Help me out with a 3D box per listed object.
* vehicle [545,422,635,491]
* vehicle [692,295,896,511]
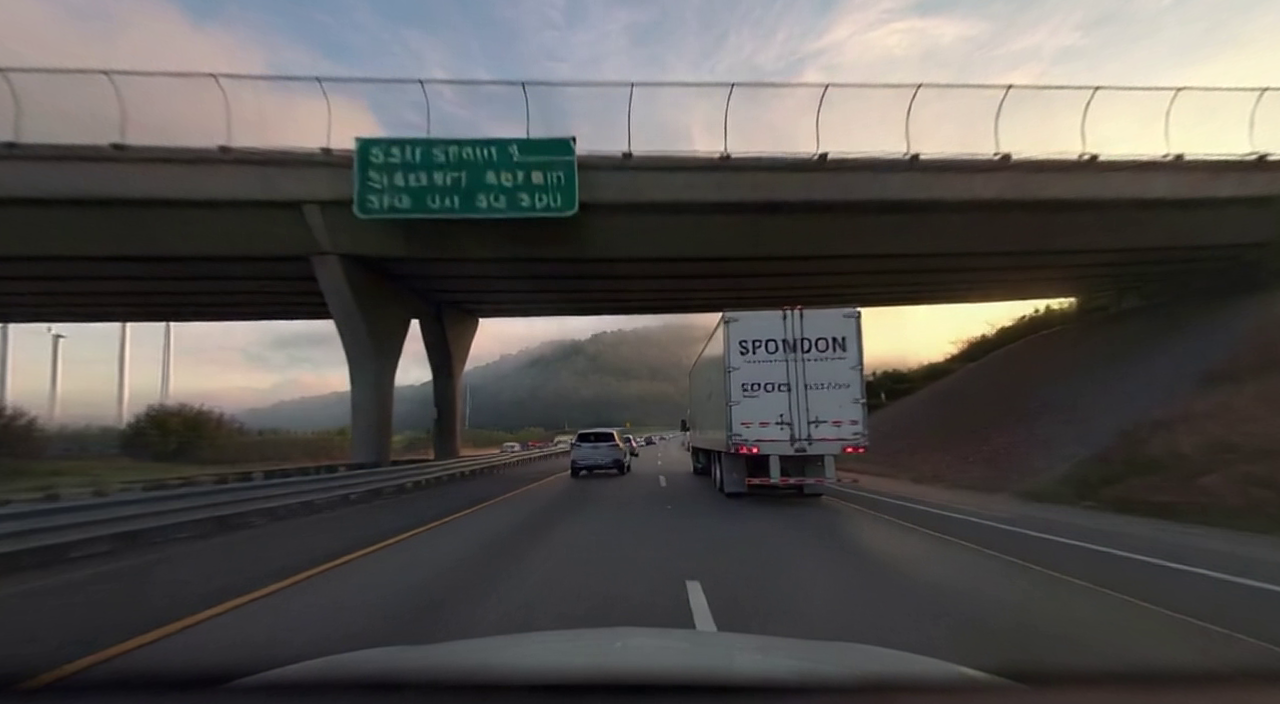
[{"bbox_3d":[-1.358,3.117,19.278,2.283,1.814,4.568,0,-8,1],"label":"vehicle"},{"bbox_3d":[3.317,1.739,17.912,2.906,3.990,12.551,0,-8,1],"label":"vehicle"}]
